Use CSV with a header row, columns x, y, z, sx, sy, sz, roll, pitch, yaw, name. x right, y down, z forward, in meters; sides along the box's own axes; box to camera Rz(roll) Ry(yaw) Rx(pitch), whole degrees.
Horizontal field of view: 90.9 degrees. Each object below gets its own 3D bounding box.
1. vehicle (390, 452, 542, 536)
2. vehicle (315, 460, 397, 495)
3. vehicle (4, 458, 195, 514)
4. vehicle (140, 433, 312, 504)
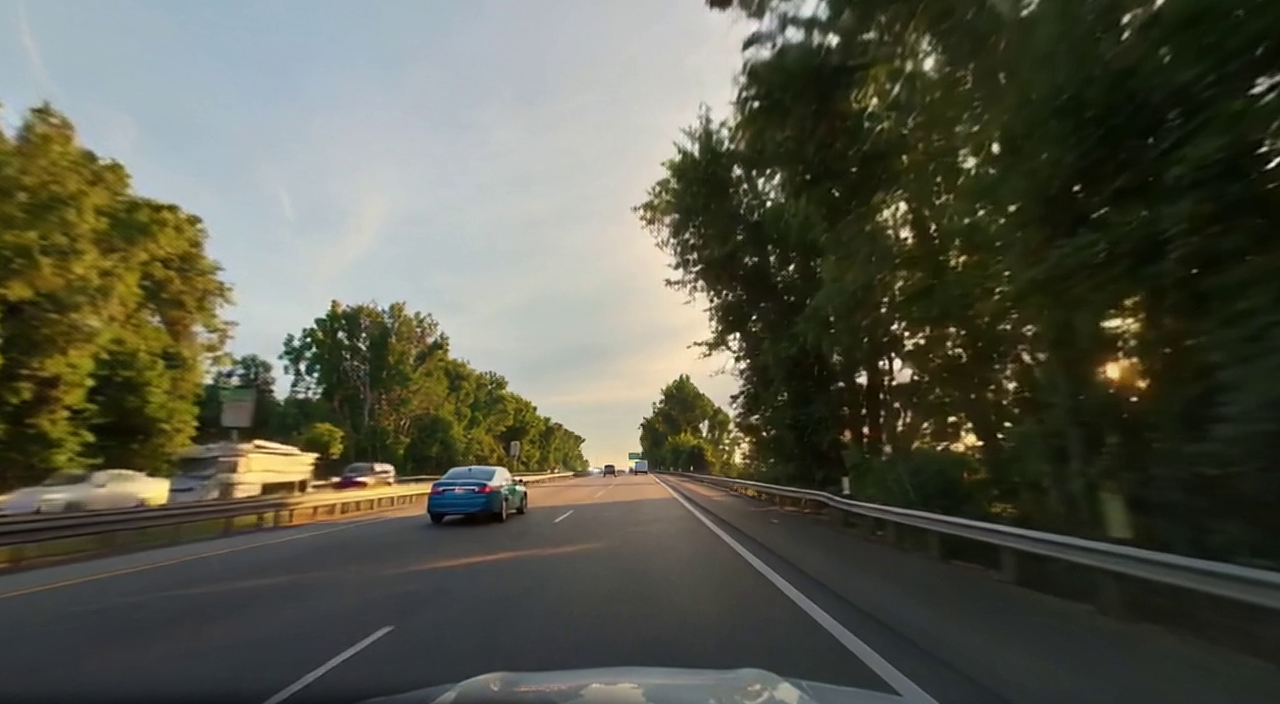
x,y,z,sx,sy,sz,roll,pitch,yaw,name
-3.668,3.132,14.341,2.006,1.516,4.820,1,-11,1,vehicle
-13.390,5.959,30.014,1.852,1.520,4.252,1,-11,1,vehicle
-17.230,4.303,20.518,2.065,1.556,4.639,1,-11,0,vehicle
-17.355,5.017,27.122,2.564,2.589,6.882,1,-11,1,vehicle
